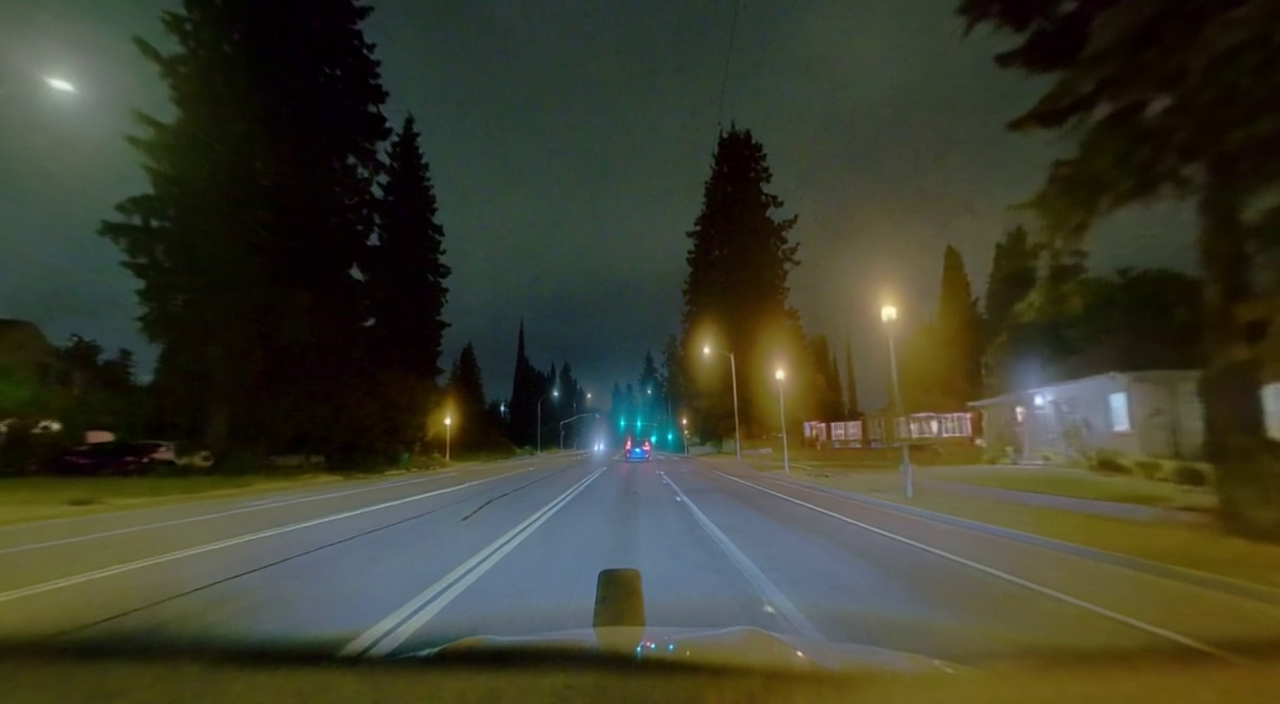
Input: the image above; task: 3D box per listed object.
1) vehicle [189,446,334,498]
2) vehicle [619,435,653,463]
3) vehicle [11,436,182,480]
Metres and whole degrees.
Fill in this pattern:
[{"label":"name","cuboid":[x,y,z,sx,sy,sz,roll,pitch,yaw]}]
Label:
[{"label":"vehicle","cuboid":[-12.344,3.902,21.020,2.090,1.478,4.376,0,-8,1]},{"label":"vehicle","cuboid":[-0.266,6.662,43.583,2.230,1.827,4.298,0,-8,0]},{"label":"vehicle","cuboid":[-21.054,4.102,24.639,4.773,1.625,1.933,1,-8,-2]}]
